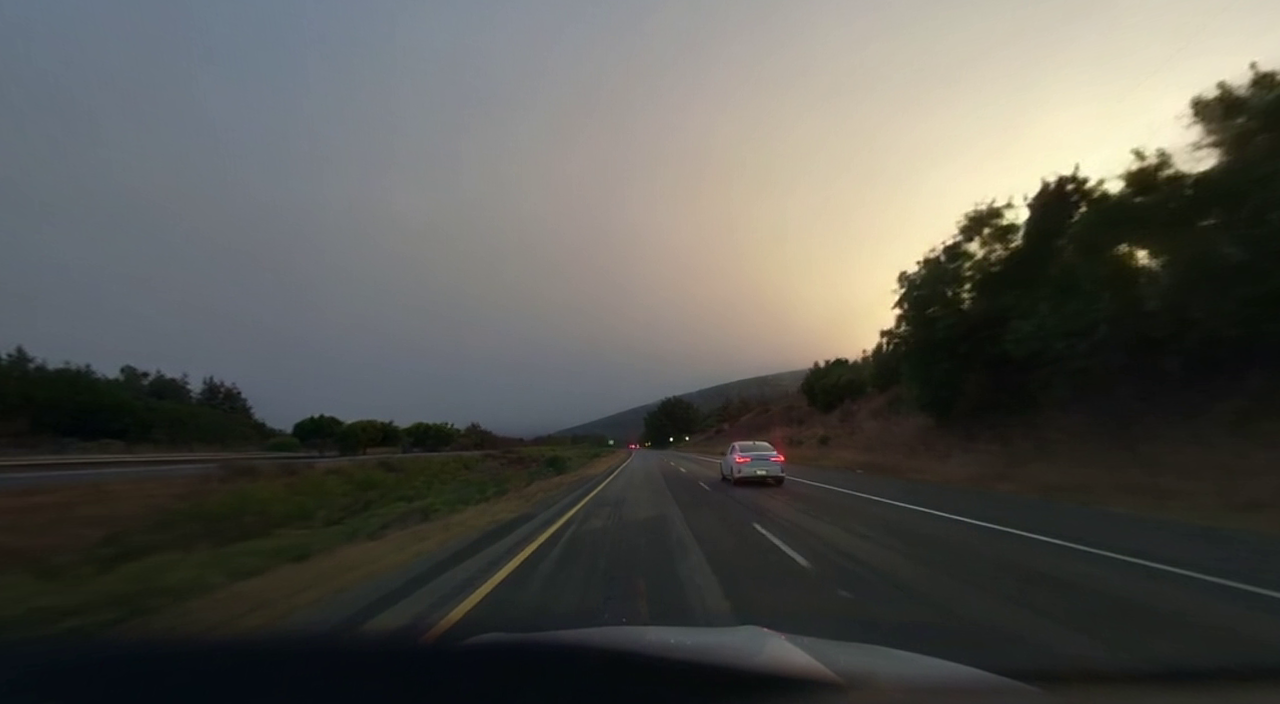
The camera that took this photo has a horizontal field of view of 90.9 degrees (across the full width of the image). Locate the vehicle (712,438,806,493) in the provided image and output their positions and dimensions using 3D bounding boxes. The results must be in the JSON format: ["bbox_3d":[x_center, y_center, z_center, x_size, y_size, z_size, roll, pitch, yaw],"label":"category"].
[{"bbox_3d":[3.464,3.414,19.318,2.003,1.466,4.441,0,-8,0],"label":"vehicle"}]
